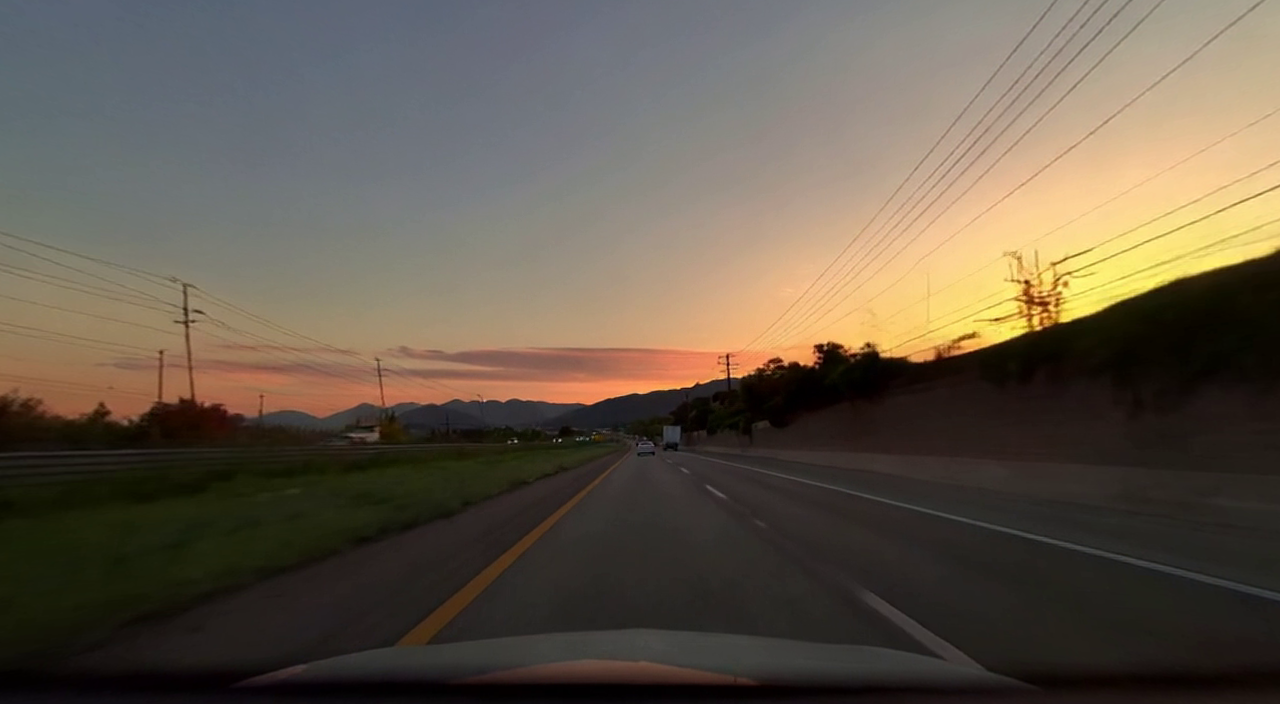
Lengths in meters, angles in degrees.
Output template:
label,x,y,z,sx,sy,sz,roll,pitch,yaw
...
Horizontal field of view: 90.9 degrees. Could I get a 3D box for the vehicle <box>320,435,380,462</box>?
label,x,y,z,sx,sy,sz,roll,pitch,yaw
vehicle,-21.454,7.184,46.935,2.039,1.874,4.958,-1,-8,1

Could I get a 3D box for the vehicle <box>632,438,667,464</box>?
label,x,y,z,sx,sy,sz,roll,pitch,yaw
vehicle,0.647,6.560,41.878,2.192,1.556,4.132,-1,-8,1
